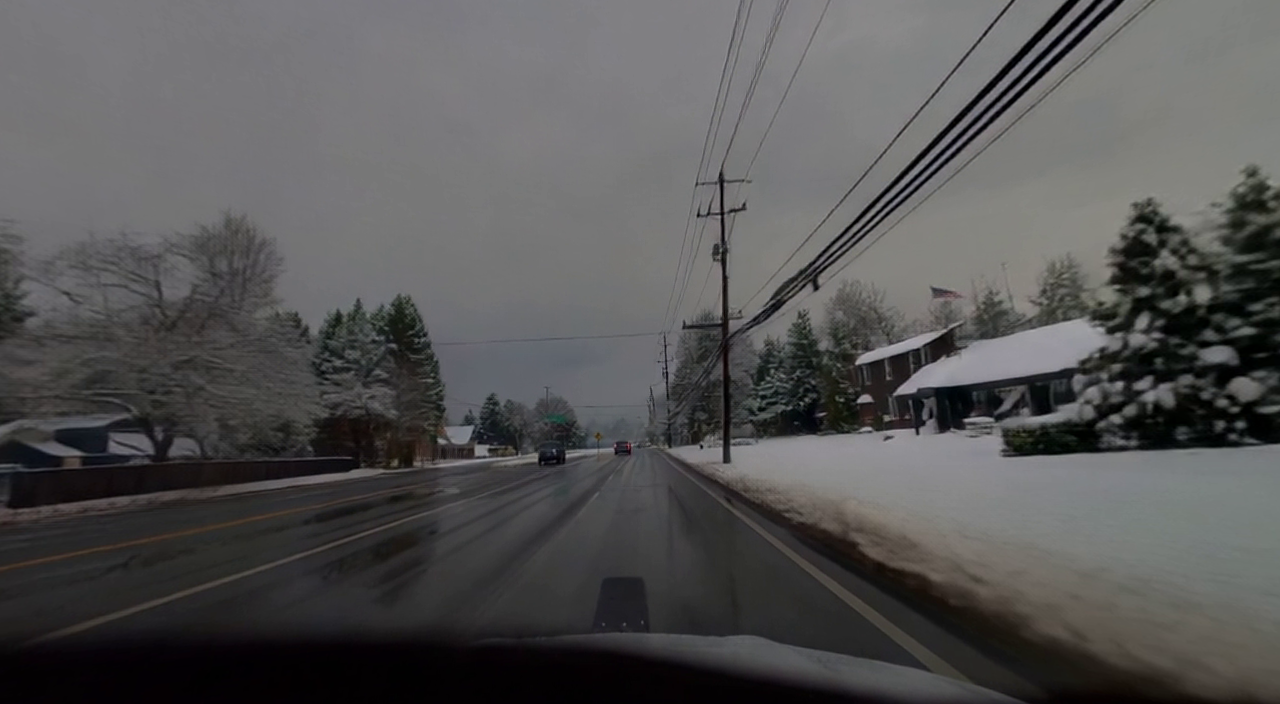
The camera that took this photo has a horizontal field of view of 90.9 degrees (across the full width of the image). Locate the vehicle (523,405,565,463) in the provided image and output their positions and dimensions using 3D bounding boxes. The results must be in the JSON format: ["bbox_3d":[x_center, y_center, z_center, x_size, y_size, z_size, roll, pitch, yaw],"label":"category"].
[{"bbox_3d":[-6.500,5.609,43.184,2.365,3.642,3.374,-4,-7,-5],"label":"vehicle"}]
